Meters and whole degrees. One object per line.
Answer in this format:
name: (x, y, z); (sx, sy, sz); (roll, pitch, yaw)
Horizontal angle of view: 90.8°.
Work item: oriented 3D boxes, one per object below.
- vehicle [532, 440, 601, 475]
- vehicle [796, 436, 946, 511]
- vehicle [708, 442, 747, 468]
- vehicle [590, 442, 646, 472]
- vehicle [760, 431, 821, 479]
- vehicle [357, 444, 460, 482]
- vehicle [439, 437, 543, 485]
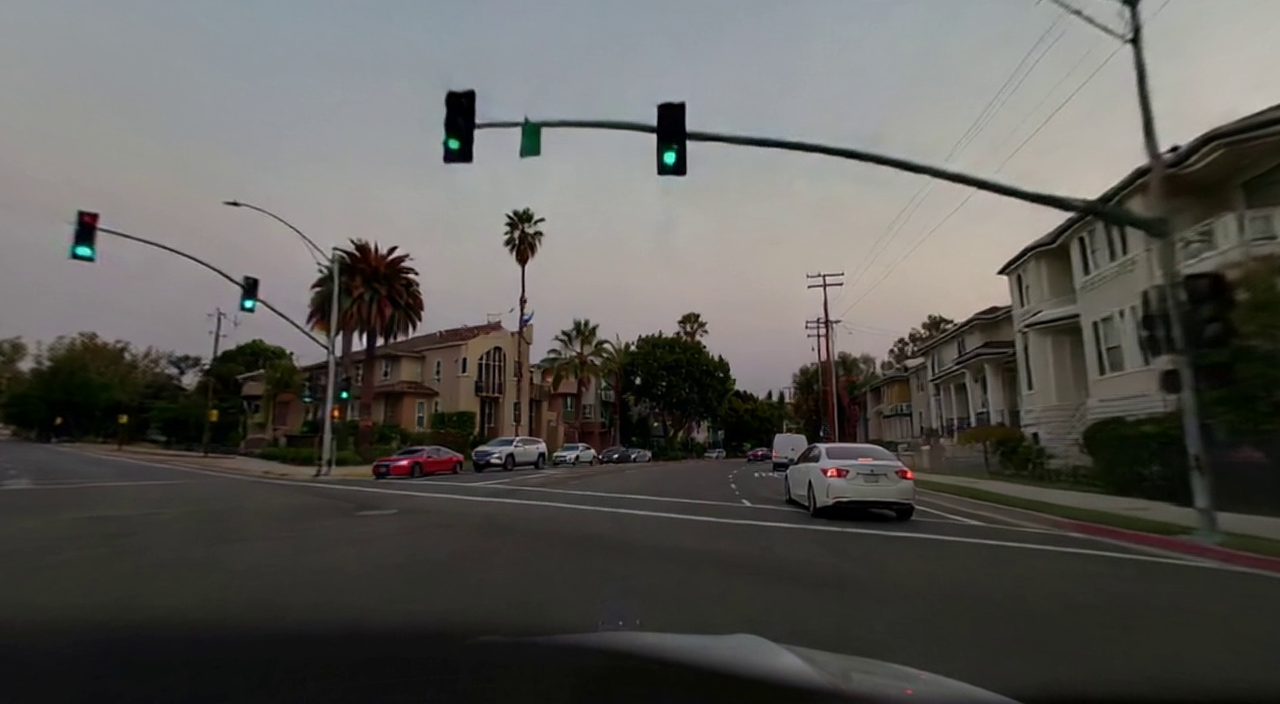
vehicle: (-3.467, 5.074, 30.697); (1.852, 1.498, 4.238); (-5, -9, 15)
vehicle: (5.426, 2.901, 15.590); (2.096, 1.552, 4.519); (0, -9, 2)
vehicle: (5.712, 6.615, 40.868); (1.923, 1.576, 4.026); (-2, -9, 16)
vehicle: (-1.314, 6.552, 39.731); (2.081, 1.453, 4.698); (-5, -7, 15)
vehicle: (6.832, 4.724, 29.173); (2.109, 2.002, 4.424); (-1, -9, 5)
vehicle: (-9.030, 4.329, 25.005); (1.891, 1.358, 3.828); (-2, -9, 15)
vehicle: (-5.525, 4.081, 24.156); (1.959, 1.515, 4.668); (-2, -7, 13)
